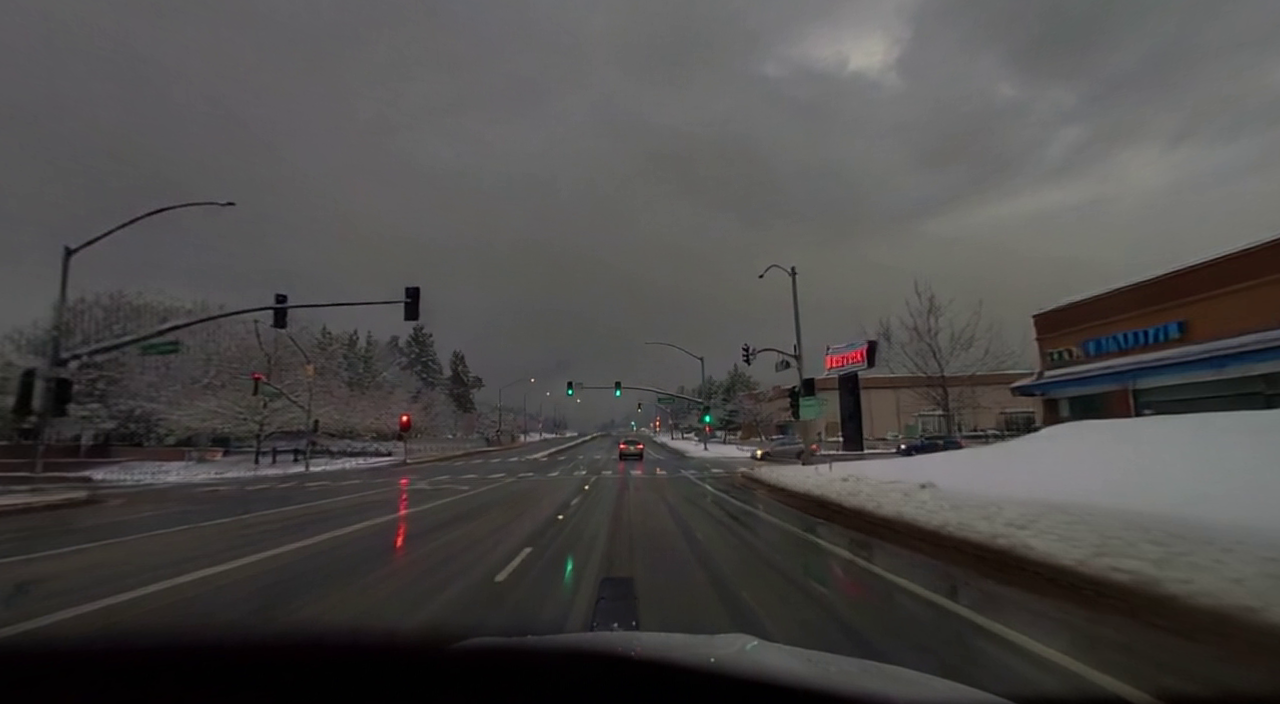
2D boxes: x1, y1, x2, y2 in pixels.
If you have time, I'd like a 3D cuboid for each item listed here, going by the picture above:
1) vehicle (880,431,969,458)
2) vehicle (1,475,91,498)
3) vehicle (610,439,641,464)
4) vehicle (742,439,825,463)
[{"bbox_3d":[18.284,5.967,40.812,4.710,1.588,2.053,-1,-9,-2],"label":"vehicle"},{"bbox_3d":[-43.884,9.943,46.707,4.623,1.475,1.883,-1,-11,-1],"label":"vehicle"},{"bbox_3d":[-1.038,7.009,44.581,2.024,1.628,4.774,0,-9,-2],"label":"vehicle"},{"bbox_3d":[9.195,6.374,40.734,4.794,1.511,1.992,0,-9,-3],"label":"vehicle"}]
